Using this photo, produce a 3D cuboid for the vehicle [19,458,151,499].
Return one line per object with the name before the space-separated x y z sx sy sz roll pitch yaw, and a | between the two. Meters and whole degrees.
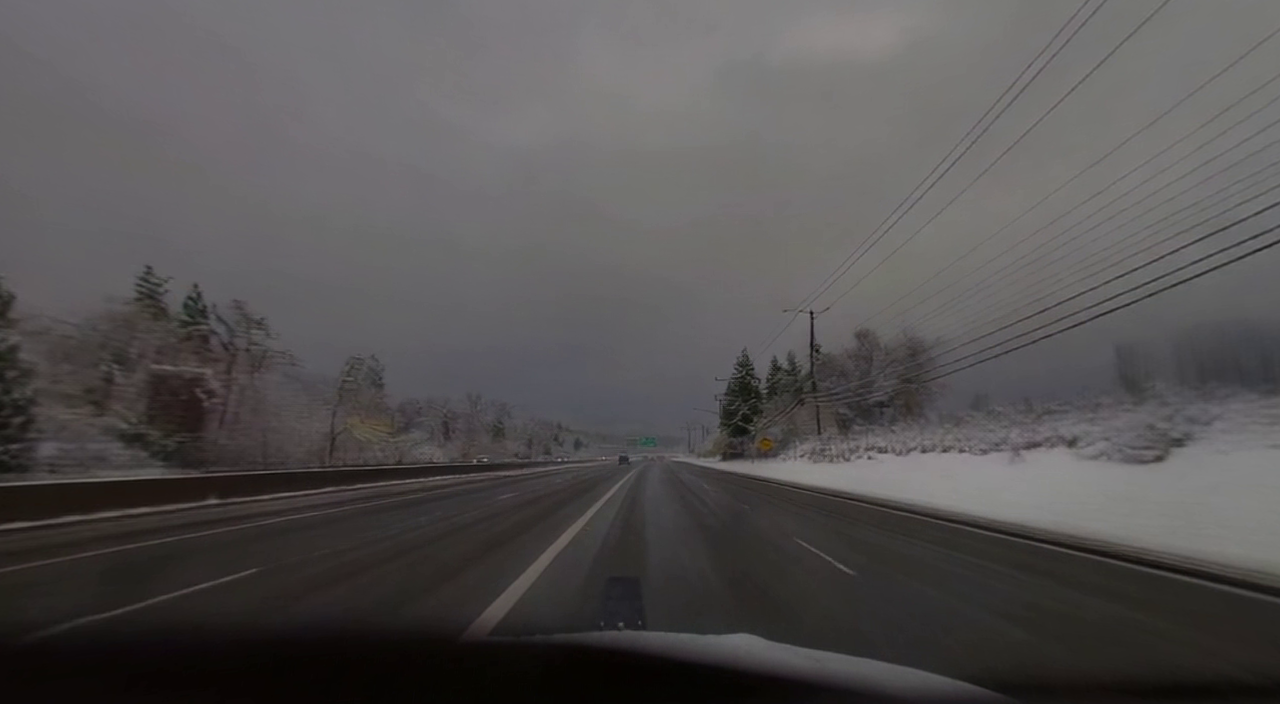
vehicle | -21.910 4.974 25.094 1.789 1.430 3.710 0 -9 1
